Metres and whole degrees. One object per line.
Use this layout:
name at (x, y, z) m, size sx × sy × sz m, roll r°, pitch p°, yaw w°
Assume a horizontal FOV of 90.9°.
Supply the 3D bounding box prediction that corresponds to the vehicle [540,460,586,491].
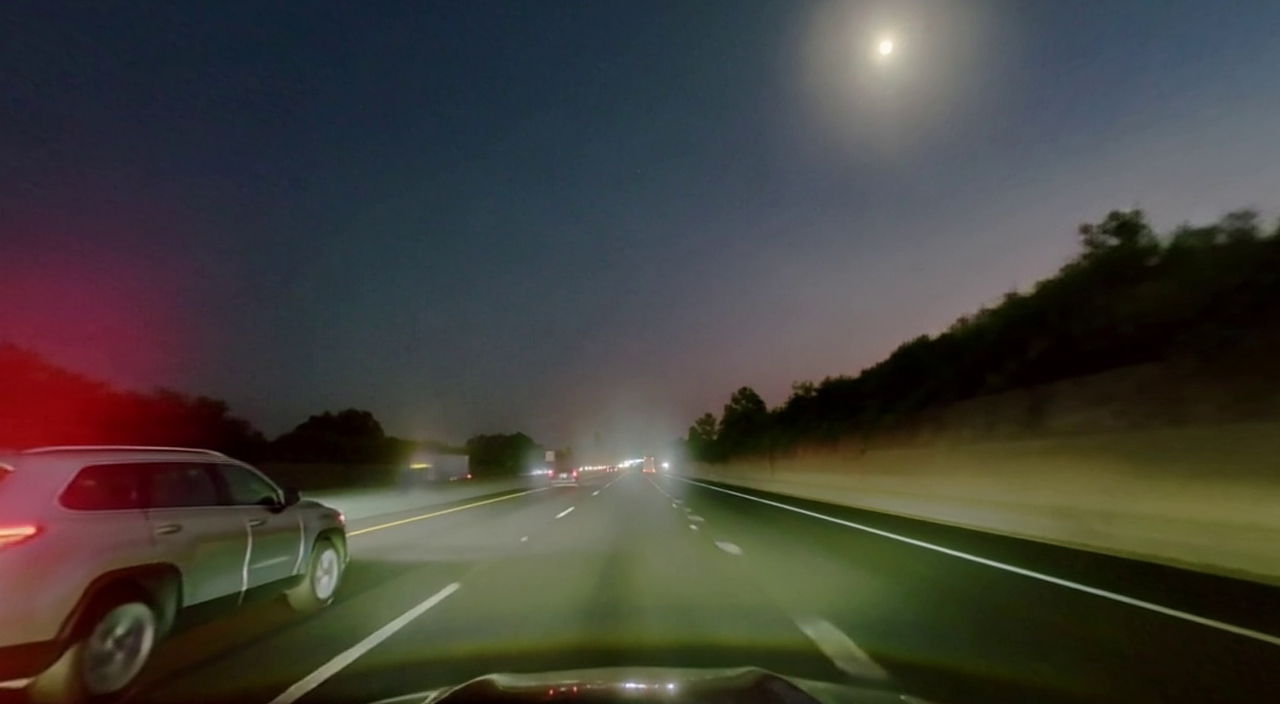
vehicle at (-4.632, 7.541, 38.683) m, size 2.178 × 1.736 × 4.847 m, roll 1°, pitch -10°, yaw 0°

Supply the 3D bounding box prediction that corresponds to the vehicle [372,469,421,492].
vehicle at (-16.727, 8.827, 43.543) m, size 1.734 × 1.473 × 4.015 m, roll 1°, pitch -10°, yaw 0°
